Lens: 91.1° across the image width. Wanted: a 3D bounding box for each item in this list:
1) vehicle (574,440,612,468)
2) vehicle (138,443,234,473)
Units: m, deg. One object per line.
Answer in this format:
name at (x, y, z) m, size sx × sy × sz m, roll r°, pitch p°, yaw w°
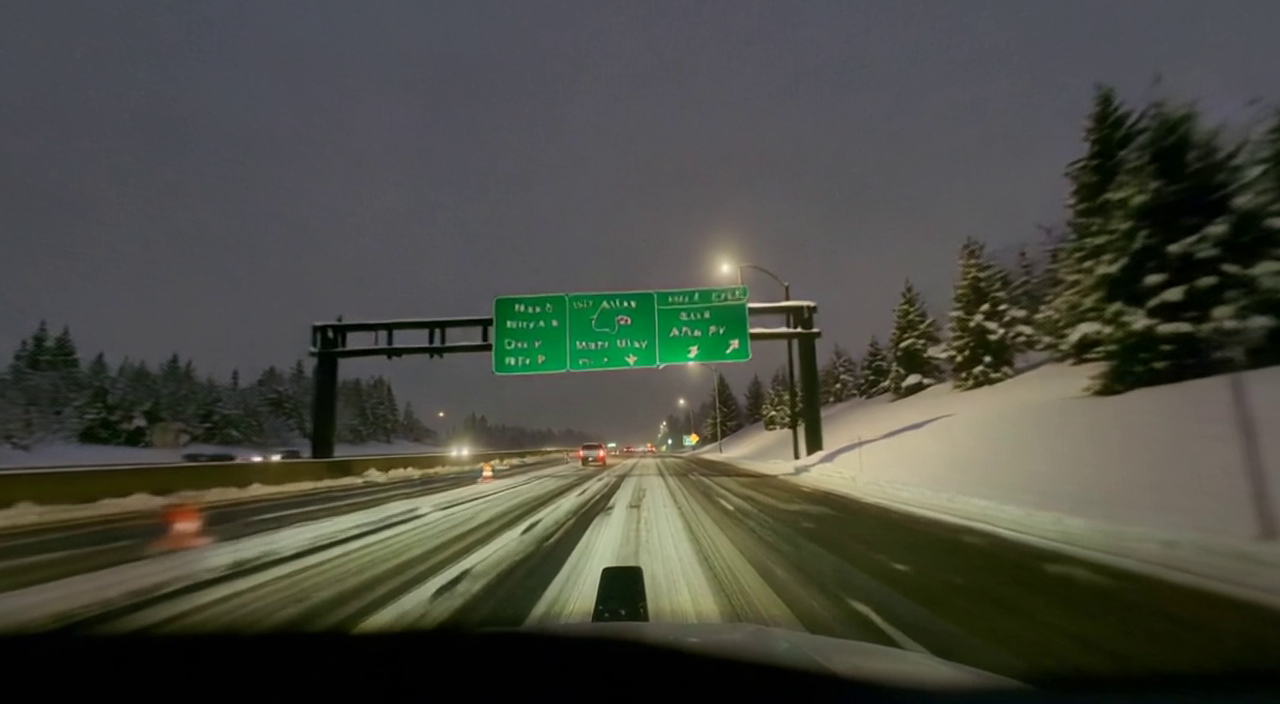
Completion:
vehicle at (-2.937, 6.497, 40.129) m, size 2.078 × 1.629 × 4.059 m, roll 0°, pitch -9°, yaw 1°
vehicle at (-26.654, 6.228, 37.073) m, size 1.980 × 1.627 × 4.751 m, roll 0°, pitch -9°, yaw 2°
